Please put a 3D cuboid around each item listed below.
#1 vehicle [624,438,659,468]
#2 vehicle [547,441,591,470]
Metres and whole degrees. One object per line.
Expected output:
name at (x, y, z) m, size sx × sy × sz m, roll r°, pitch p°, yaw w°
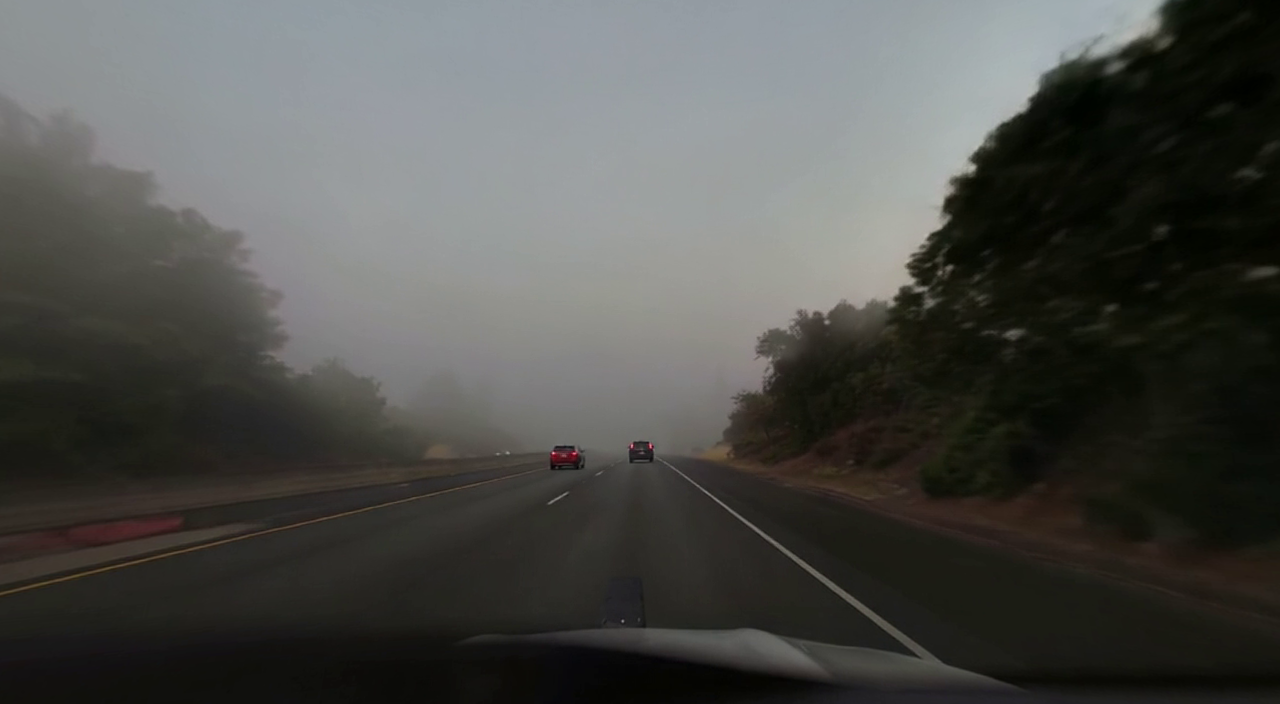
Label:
vehicle at (0.076, 6.494, 40.651) m, size 2.126 × 1.786 × 3.958 m, roll 0°, pitch -9°, yaw 0°
vehicle at (-4.152, 6.163, 37.675) m, size 2.113 × 1.656 × 4.215 m, roll 0°, pitch -9°, yaw 1°
